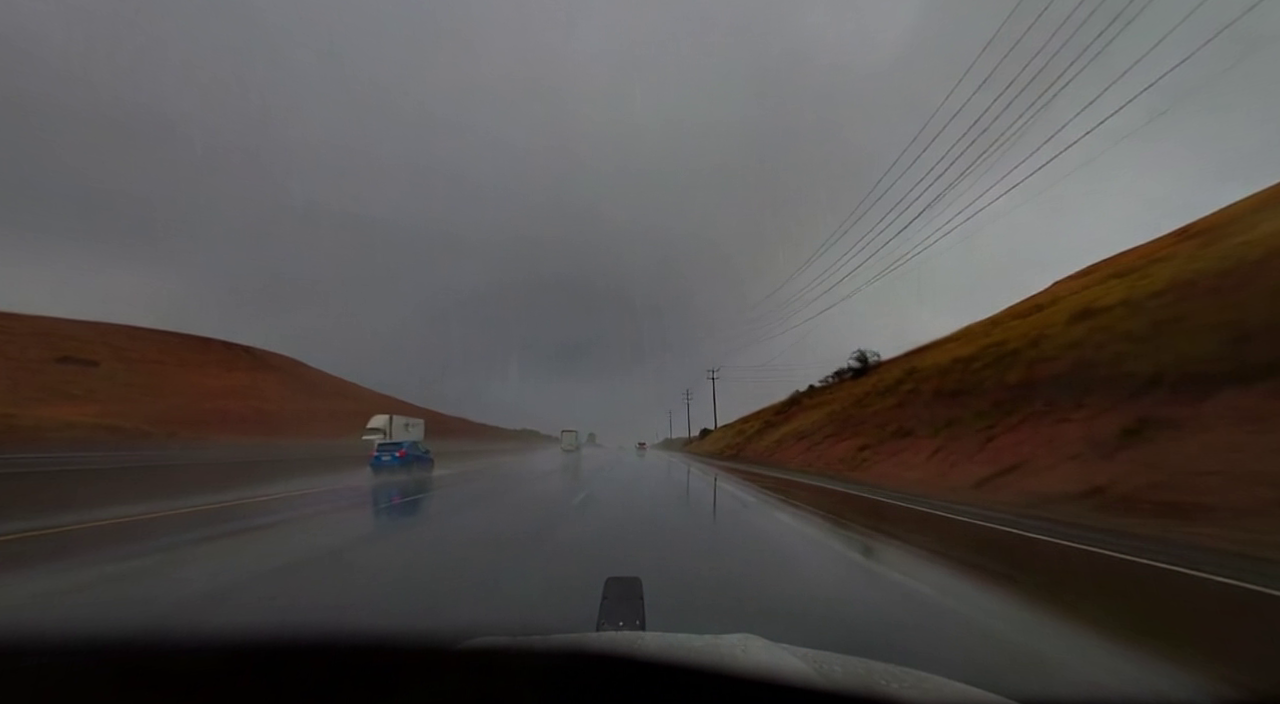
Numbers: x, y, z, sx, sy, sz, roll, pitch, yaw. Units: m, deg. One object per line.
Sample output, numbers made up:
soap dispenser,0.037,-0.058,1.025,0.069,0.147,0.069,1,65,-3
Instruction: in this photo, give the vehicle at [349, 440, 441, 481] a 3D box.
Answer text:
vehicle,-10.349,4.607,27.057,1.971,1.558,4.847,0,-8,0
